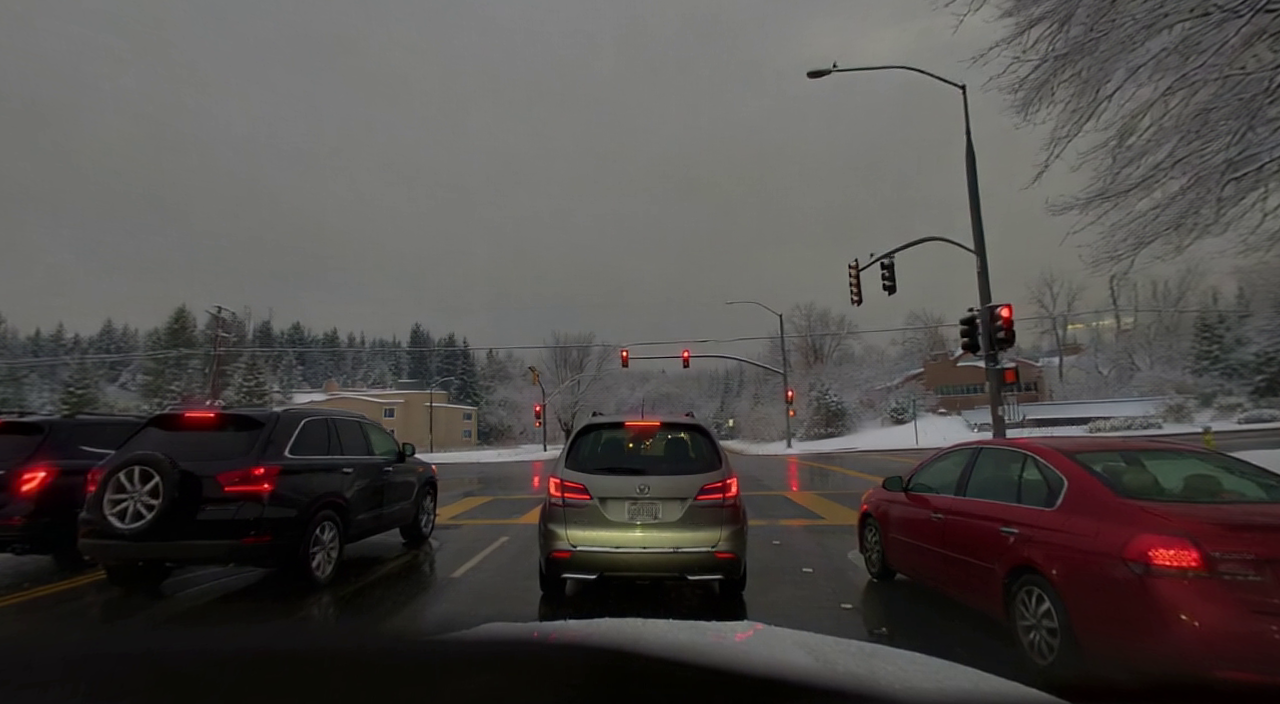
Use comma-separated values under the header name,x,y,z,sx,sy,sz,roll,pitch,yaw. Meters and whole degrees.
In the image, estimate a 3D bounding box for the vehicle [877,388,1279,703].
name,x,y,z,sx,sy,sz,roll,pitch,yaw
vehicle,3.596,1.204,4.603,2.010,1.486,4.498,0,-8,1

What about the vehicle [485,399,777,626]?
name,x,y,z,sx,sy,sz,roll,pitch,yaw
vehicle,-0.042,1.395,6.306,2.047,1.579,3.642,0,-8,1

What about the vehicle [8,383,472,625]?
name,x,y,z,sx,sy,sz,roll,pitch,yaw
vehicle,-3.548,1.428,6.858,2.014,1.755,4.360,0,-8,3
